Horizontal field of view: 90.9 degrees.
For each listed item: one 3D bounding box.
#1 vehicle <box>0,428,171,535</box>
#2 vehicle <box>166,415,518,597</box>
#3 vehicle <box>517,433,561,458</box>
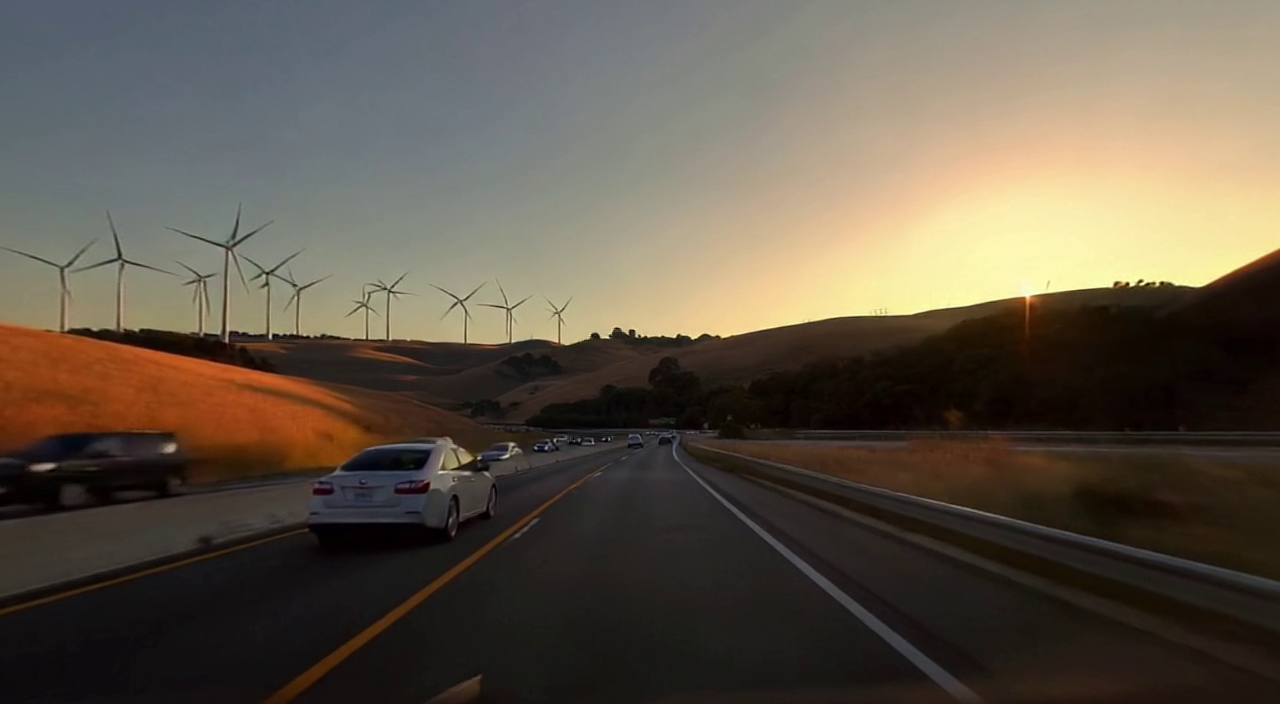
[{"bbox_3d":[-10.006,1.970,9.981,2.046,1.485,3.990,0,-8,0],"label":"vehicle"},{"bbox_3d":[-2.818,1.534,7.302,1.918,1.443,4.422,0,-8,0],"label":"vehicle"},{"bbox_3d":[-6.162,5.776,38.955,1.898,1.456,4.378,0,-8,2],"label":"vehicle"}]
